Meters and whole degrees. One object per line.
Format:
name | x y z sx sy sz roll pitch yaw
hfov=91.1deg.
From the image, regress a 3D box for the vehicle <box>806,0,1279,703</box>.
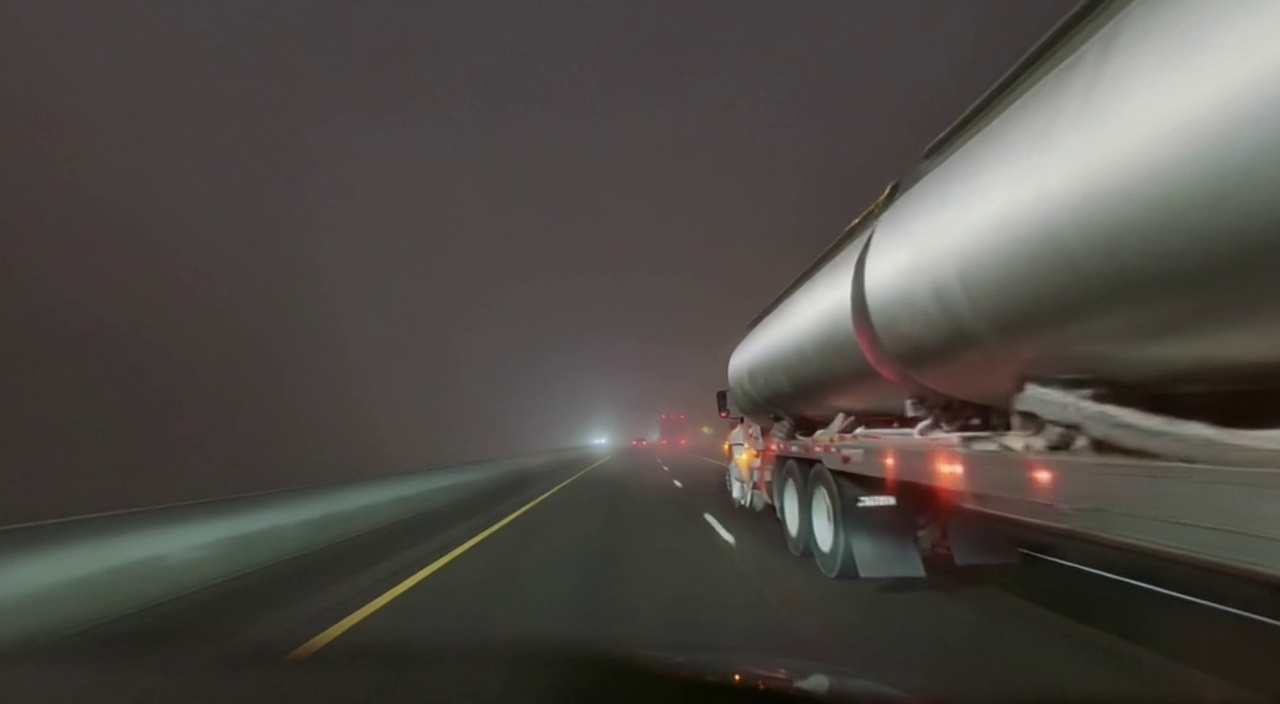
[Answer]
vehicle | 3.162 -0.193 2.650 2.962 3.845 6.332 0 -8 -2
